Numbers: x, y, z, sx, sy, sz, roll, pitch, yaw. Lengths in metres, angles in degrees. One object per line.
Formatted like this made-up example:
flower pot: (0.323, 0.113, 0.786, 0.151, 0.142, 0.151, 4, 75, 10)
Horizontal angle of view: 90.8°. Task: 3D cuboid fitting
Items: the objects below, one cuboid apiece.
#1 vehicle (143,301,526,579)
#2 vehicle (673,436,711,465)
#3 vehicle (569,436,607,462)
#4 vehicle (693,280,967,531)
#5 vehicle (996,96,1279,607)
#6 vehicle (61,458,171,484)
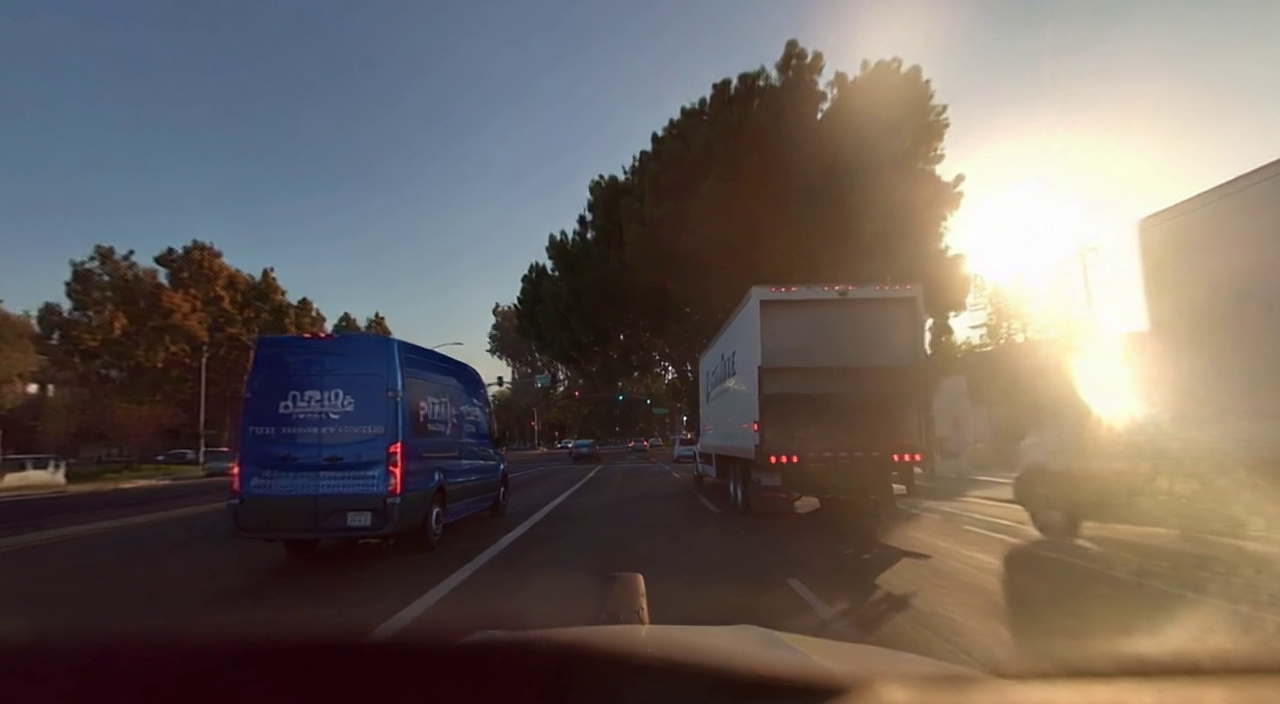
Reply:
vehicle: (-3.629, 1.345, 9.626, 2.443, 2.784, 6.493, 0, -9, 1)
vehicle: (3.121, 6.042, 38.796, 1.869, 1.616, 4.346, 0, -9, -1)
vehicle: (-3.776, 7.191, 46.790, 2.356, 1.766, 5.674, 0, -9, 0)
vehicle: (3.029, 1.449, 13.768, 2.861, 3.525, 9.858, 0, -9, 0)
vehicle: (6.852, -0.706, 0.734, 2.926, 4.221, 16.975, 0, -9, 0)
vehicle: (-31.442, 7.131, 38.113, 4.630, 1.412, 2.019, 4, -10, -25)
